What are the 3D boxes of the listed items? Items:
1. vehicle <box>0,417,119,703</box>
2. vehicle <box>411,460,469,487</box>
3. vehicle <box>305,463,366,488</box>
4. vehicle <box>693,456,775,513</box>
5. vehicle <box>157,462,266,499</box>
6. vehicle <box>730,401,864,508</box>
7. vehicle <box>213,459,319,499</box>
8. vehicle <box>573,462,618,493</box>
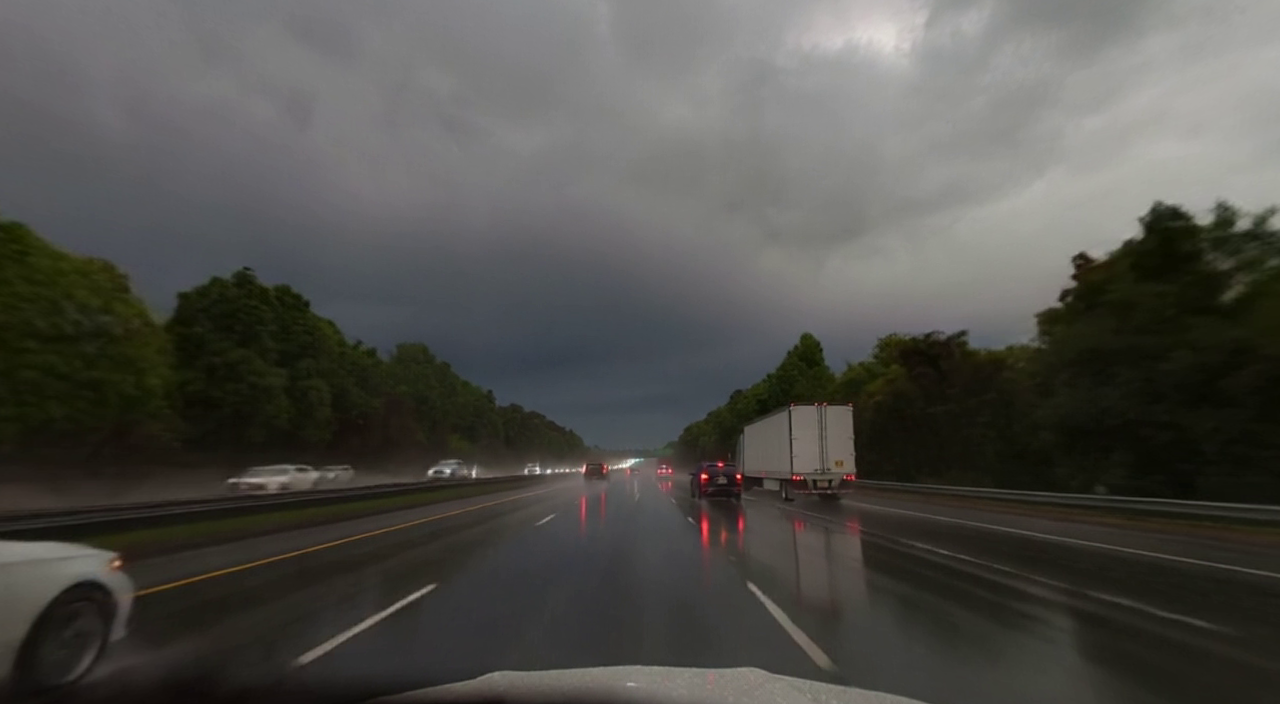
[{"bbox_3d":[-3.836,0.691,0.925,2.065,1.485,4.682,1,-10,0],"label":"vehicle"},{"bbox_3d":[-11.978,7.322,37.981,1.906,1.467,4.763,1,-10,0],"label":"vehicle"},{"bbox_3d":[-21.678,8.791,44.924,1.882,1.660,4.590,1,-10,1],"label":"vehicle"},{"bbox_3d":[3.085,4.480,21.567,2.050,1.708,4.457,1,-10,-1],"label":"vehicle"},{"bbox_3d":[-19.142,5.744,28.331,1.781,1.467,4.335,1,-10,1],"label":"vehicle"},{"bbox_3d":[7.424,5.566,33.470,2.883,4.151,17.144,1,-10,0],"label":"vehicle"},{"bbox_3d":[-15.219,5.178,25.868,1.792,1.463,4.065,1,-10,0],"label":"vehicle"},{"bbox_3d":[-2.354,6.819,34.274,2.025,1.547,4.150,1,-10,1],"label":"vehicle"}]
